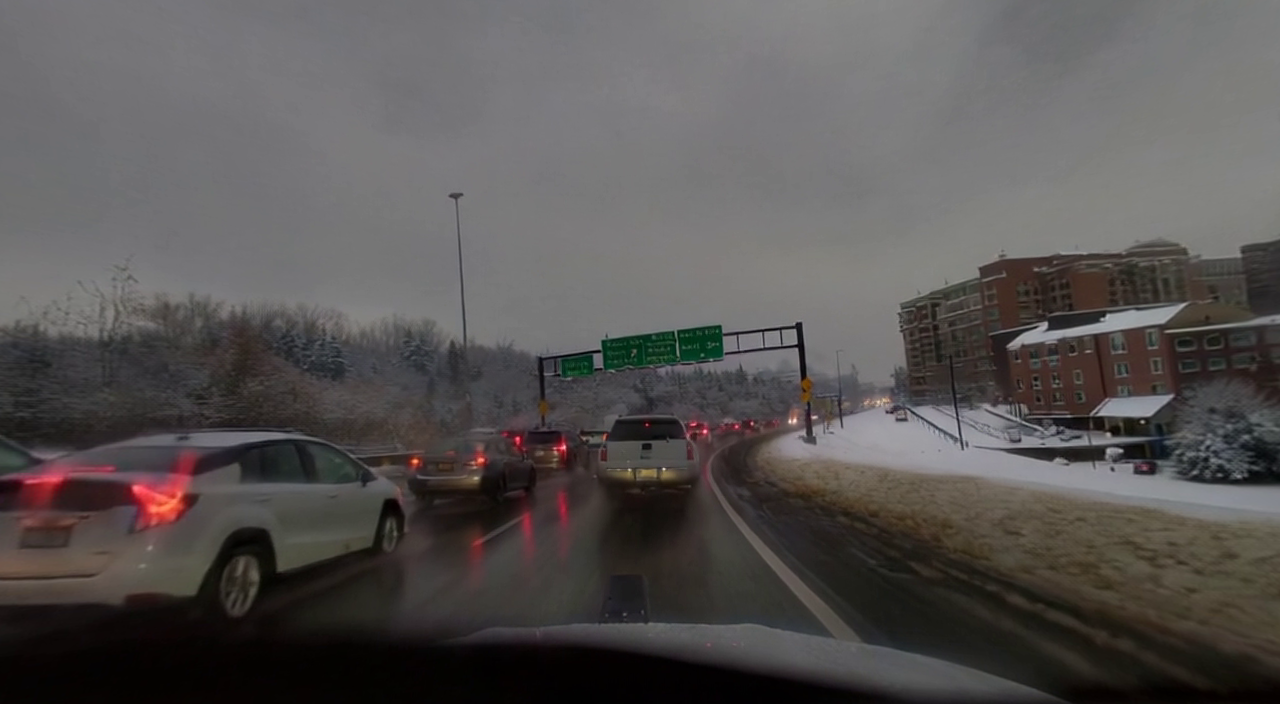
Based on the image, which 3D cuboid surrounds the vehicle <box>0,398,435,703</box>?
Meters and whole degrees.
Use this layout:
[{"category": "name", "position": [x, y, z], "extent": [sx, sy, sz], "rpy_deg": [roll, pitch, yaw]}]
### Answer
[{"category": "vehicle", "position": [-3.645, 1.330, 5.309], "extent": [1.998, 1.494, 5.020], "rpy_deg": [0, -9, 2]}]

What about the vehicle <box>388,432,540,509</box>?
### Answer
[{"category": "vehicle", "position": [-3.793, 2.643, 14.526], "extent": [2.087, 1.481, 4.225], "rpy_deg": [0, -9, 3]}]

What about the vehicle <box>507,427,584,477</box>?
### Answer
[{"category": "vehicle", "position": [-3.479, 3.820, 24.150], "extent": [1.953, 1.729, 4.377], "rpy_deg": [0, -9, 4]}]

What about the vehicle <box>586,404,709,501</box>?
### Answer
[{"category": "vehicle", "position": [0.254, 2.583, 16.455], "extent": [2.616, 2.063, 5.933], "rpy_deg": [0, -9, 2]}]
